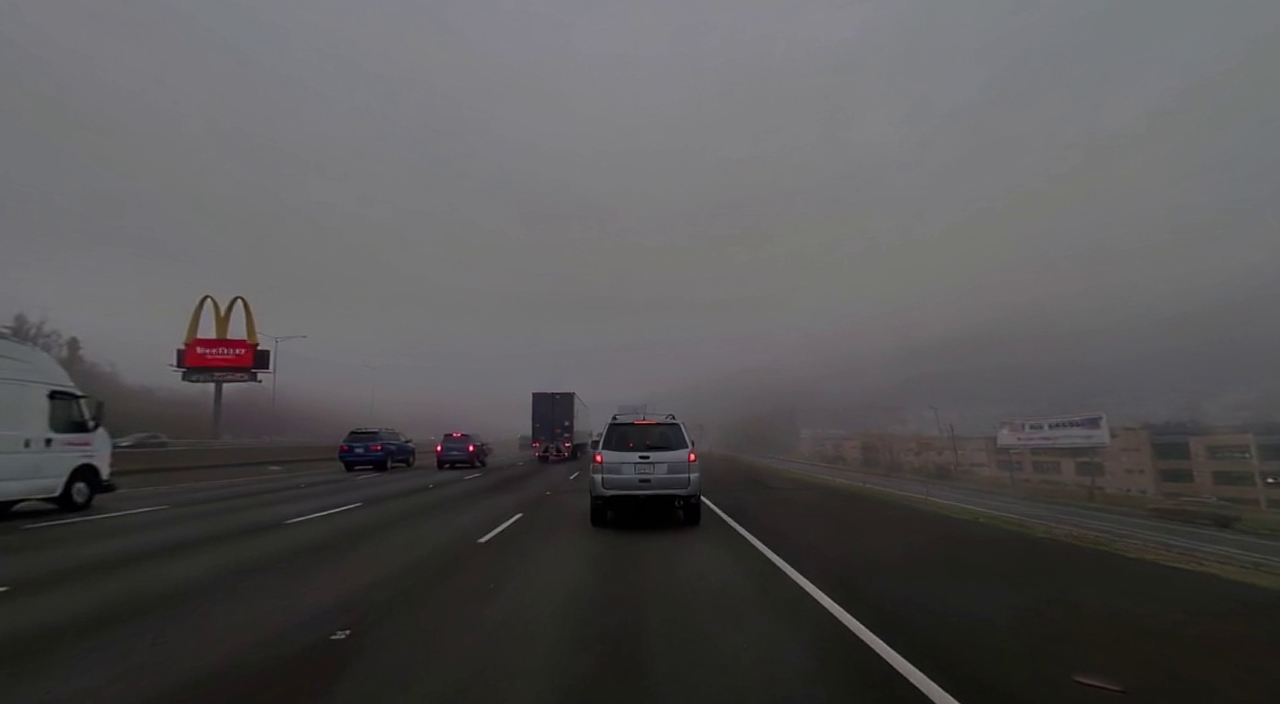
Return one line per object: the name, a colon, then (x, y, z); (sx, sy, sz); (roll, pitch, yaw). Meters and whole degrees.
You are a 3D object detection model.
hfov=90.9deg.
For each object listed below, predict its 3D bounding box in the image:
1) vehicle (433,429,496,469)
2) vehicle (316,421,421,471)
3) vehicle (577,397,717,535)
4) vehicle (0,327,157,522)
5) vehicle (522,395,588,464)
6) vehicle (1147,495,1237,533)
vehicle: (-8.097, 4.542, 29.525); (1.854, 1.740, 4.151); (0, -9, -1)
vehicle: (-12.038, 4.260, 28.575); (2.240, 1.995, 5.854); (0, -9, -1)
vehicle: (0.036, 1.886, 10.858); (1.947, 1.910, 4.040); (0, -9, -2)
vehicle: (-11.331, 1.024, 9.163); (2.375, 3.041, 7.638); (0, -8, 1)
vehicle: (-4.644, 4.561, 36.252); (2.814, 3.513, 8.529); (0, -9, -1)
vehicle: (32.481, 9.499, 37.211); (1.588, 1.418, 3.744); (8, -6, -14)
